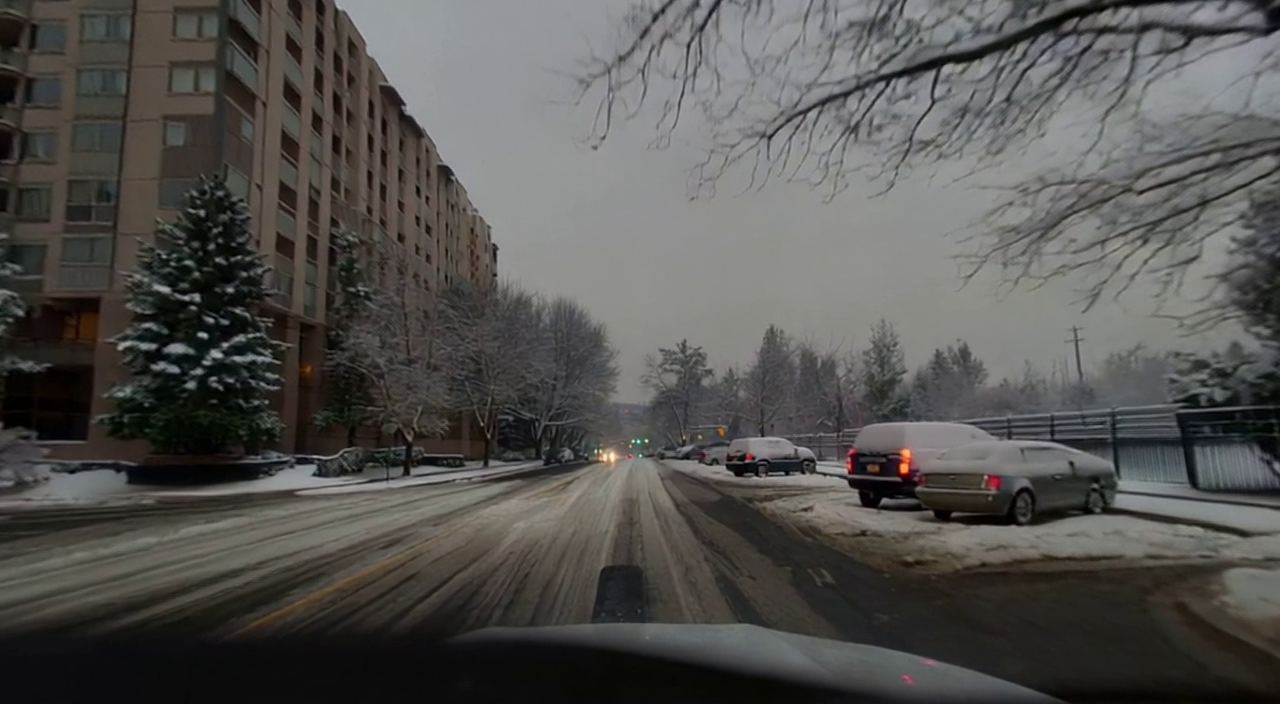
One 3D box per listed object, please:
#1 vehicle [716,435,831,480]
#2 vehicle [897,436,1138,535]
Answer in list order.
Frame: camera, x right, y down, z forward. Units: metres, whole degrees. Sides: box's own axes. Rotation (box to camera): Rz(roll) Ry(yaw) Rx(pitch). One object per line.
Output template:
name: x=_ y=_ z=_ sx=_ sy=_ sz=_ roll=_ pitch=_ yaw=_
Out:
vehicle: x=6.424 y=5.001 z=30.292 sx=5.061 sy=1.829 sz=2.274 roll=2 pitch=-9 yaw=-29
vehicle: x=6.993 y=2.330 z=11.620 sx=4.402 sy=1.474 sz=1.957 roll=6 pitch=-10 yaw=-32
